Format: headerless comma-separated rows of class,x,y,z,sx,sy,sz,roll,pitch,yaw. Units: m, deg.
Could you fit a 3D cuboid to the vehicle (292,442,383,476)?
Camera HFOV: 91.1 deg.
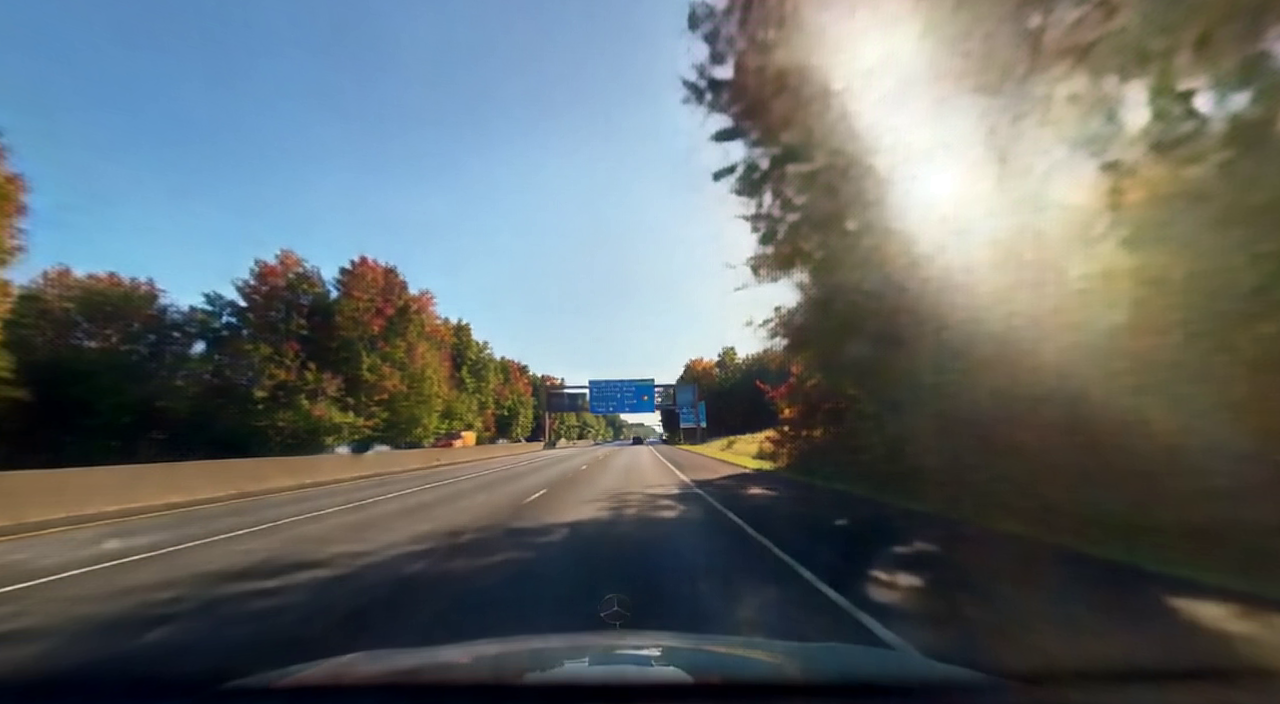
vehicle,-14.066,4.976,29.569,1.907,1.420,4.666,0,-8,0
